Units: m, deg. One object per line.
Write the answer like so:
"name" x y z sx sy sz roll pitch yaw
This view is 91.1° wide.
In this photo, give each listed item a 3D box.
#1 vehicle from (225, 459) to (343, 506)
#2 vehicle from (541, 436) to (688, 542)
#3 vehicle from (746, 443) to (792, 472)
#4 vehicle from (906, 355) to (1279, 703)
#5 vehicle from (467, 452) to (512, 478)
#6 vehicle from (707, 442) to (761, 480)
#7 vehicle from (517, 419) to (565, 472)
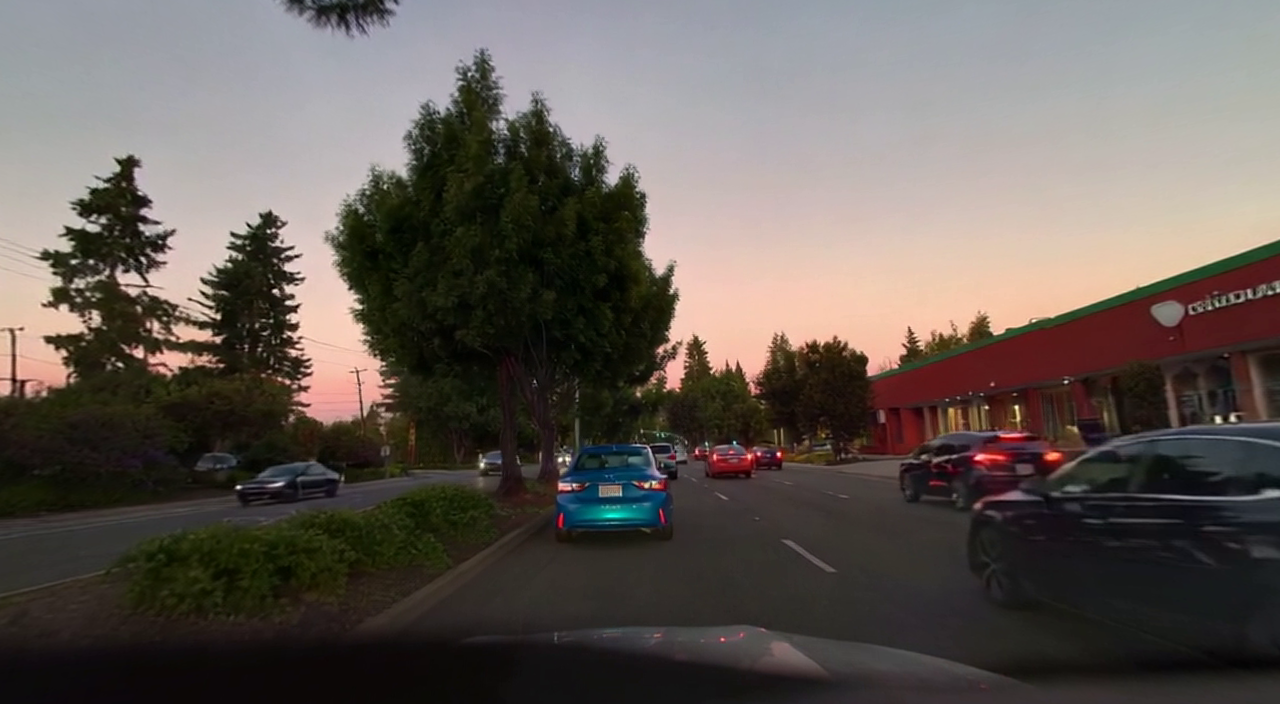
"vehicle" -13.378 4.888 23.980 1.900 1.508 4.459 0 -8 0
"vehicle" -0.313 2.268 11.077 2.111 1.506 4.018 0 -8 2
"vehicle" 8.266 6.790 40.604 2.064 1.747 4.372 0 -8 1
"vehicle" 3.674 1.098 4.276 1.977 1.652 4.090 0 -8 1
"vehicle" -10.951 8.255 46.126 2.030 1.700 4.505 0 -8 2
"vehicle" 4.407 5.180 30.109 1.971 1.637 4.317 0 -8 1
"vehicle" -7.542 7.181 48.292 2.993 3.919 3.476 0 -8 2
